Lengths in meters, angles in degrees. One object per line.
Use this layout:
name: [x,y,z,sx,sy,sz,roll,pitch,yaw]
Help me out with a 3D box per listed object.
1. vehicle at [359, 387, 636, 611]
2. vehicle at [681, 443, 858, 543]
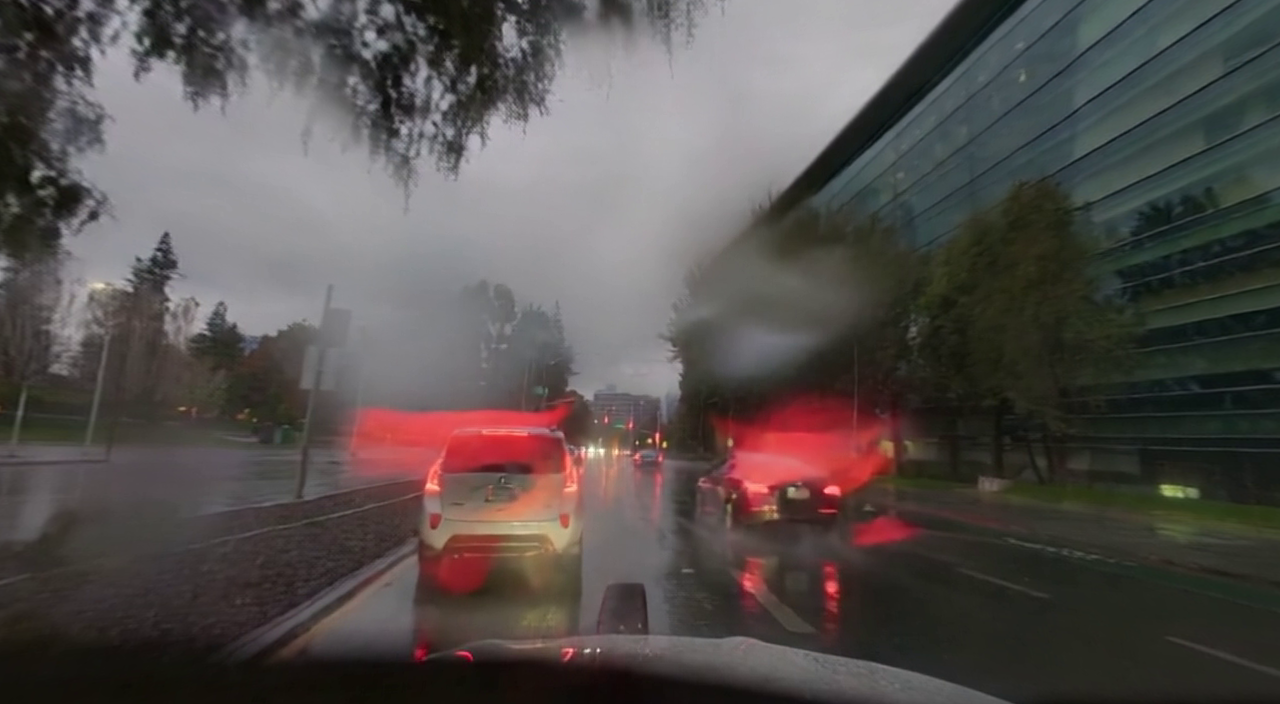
vehicle: [-1.644,1.587,7.798,2.275,1.819,4.883,2,-9,-11]
vehicle: [2.468,2.838,13.433,2.205,1.537,4.895,6,-9,-6]
